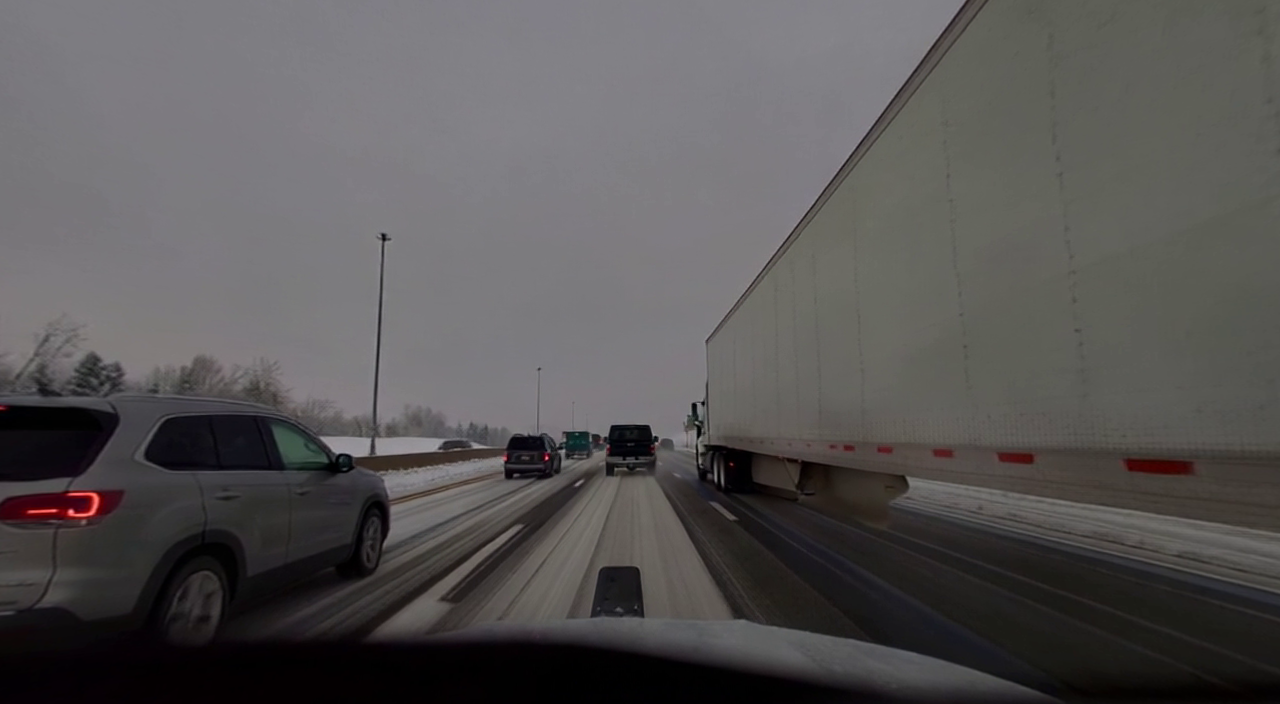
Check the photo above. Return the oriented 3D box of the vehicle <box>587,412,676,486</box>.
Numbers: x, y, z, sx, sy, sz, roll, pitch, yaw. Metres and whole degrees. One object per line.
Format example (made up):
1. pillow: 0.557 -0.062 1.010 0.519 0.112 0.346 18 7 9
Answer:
1. vehicle: -0.281 3.392 22.205 2.704 2.216 5.804 0 -8 0

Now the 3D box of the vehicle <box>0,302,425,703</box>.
1. vehicle: -3.427 1.022 4.241 2.193 1.803 4.958 0 -8 0

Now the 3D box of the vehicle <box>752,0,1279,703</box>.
1. vehicle: 3.592 -0.172 4.020 2.852 4.121 16.210 0 -8 0

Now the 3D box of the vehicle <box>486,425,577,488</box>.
1. vehicle: -3.413 3.407 20.815 2.120 1.812 4.659 0 -8 1

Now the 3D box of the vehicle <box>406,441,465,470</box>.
1. vehicle: -11.977 6.071 37.196 1.927 1.618 4.545 0 -8 1
